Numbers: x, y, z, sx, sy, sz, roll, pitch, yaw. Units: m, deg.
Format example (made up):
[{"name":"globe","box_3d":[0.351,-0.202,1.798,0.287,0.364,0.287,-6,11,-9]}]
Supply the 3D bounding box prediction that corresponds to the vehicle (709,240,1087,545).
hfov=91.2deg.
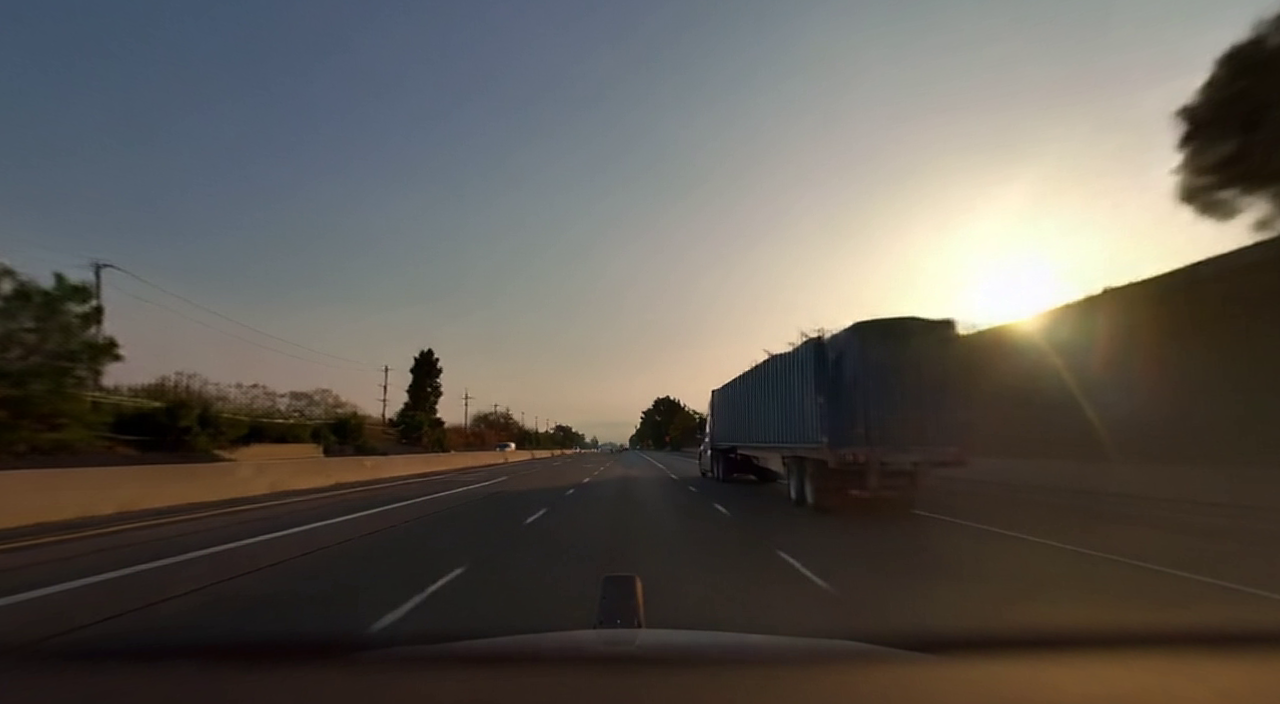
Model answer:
[{"name":"vehicle","box_3d":[3.997,1.518,15.024,2.922,3.905,14.151,0,-9,-1]}]
